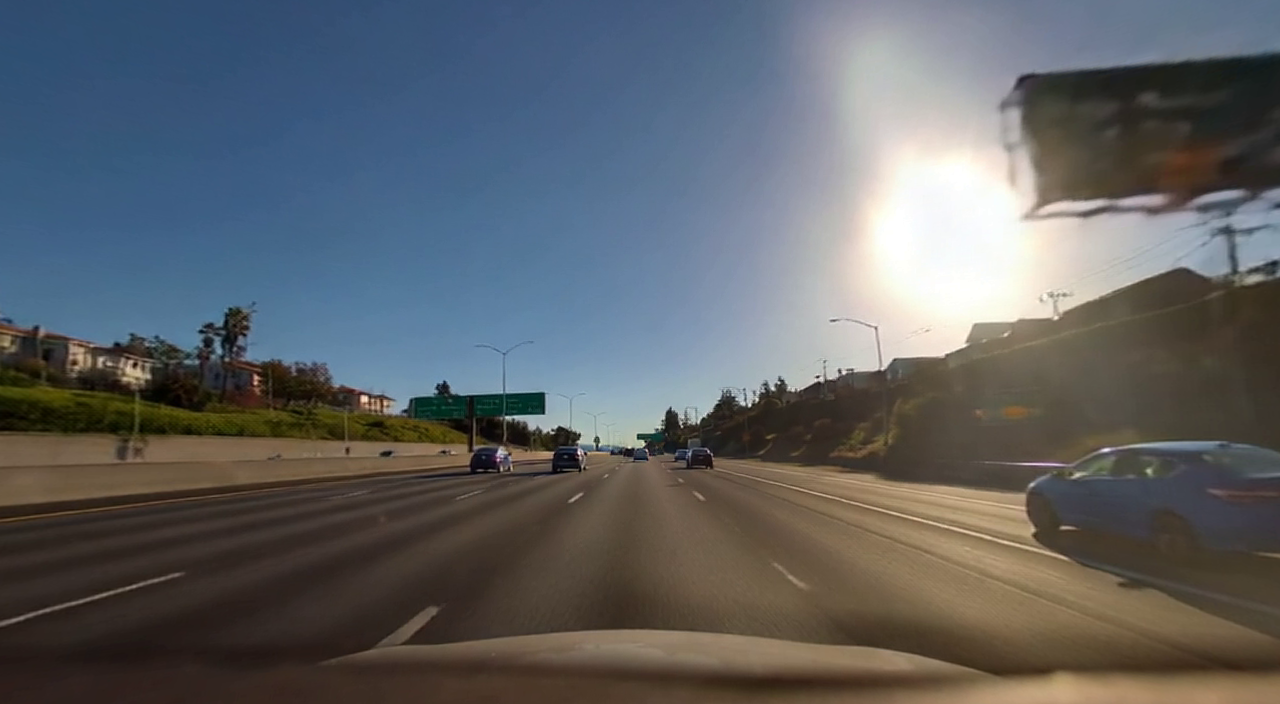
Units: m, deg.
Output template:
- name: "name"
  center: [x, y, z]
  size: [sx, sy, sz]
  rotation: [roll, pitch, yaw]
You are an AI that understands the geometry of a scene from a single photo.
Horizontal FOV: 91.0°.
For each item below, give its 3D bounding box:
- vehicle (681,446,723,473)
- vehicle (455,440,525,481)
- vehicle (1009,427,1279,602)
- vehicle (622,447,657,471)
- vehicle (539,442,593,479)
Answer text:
- name: "vehicle"
  center: [3.719, 6.593, 38.810]
  size: [2.077, 1.527, 4.553]
  rotation: [0, -8, -1]
- name: "vehicle"
  center: [-6.839, 4.965, 29.200]
  size: [2.112, 1.721, 4.381]
  rotation: [0, -8, 0]
- name: "vehicle"
  center: [6.870, 1.784, 7.709]
  size: [1.981, 1.587, 4.519]
  rotation: [0, -8, 0]
- name: "vehicle"
  center: [-0.036, 7.108, 42.118]
  size: [2.166, 1.496, 4.158]
  rotation: [0, -8, 0]
- name: "vehicle"
  center: [-3.573, 5.315, 31.163]
  size: [2.091, 1.664, 4.157]
  rotation: [0, -8, 1]
